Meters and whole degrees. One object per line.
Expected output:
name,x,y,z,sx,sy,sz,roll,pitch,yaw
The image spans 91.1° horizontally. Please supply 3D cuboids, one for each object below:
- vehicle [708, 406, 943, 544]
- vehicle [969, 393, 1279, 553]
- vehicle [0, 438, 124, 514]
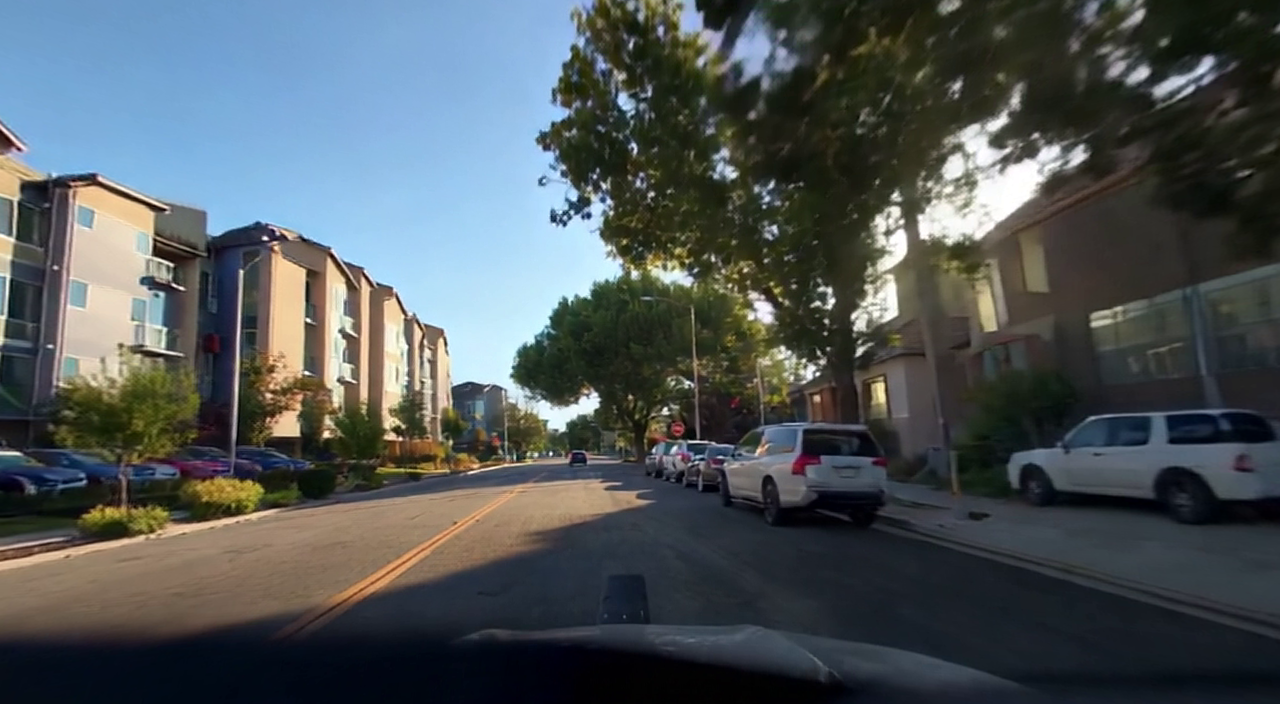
vehicle,3.047,2.226,12.171,2.292,1.974,5.853,1,-8,-5
vehicle,8.437,1.738,10.319,2.282,1.893,6.027,-1,-7,-6
vehicle,-18.082,3.291,16.933,5.985,1.901,2.234,1,-8,-7
